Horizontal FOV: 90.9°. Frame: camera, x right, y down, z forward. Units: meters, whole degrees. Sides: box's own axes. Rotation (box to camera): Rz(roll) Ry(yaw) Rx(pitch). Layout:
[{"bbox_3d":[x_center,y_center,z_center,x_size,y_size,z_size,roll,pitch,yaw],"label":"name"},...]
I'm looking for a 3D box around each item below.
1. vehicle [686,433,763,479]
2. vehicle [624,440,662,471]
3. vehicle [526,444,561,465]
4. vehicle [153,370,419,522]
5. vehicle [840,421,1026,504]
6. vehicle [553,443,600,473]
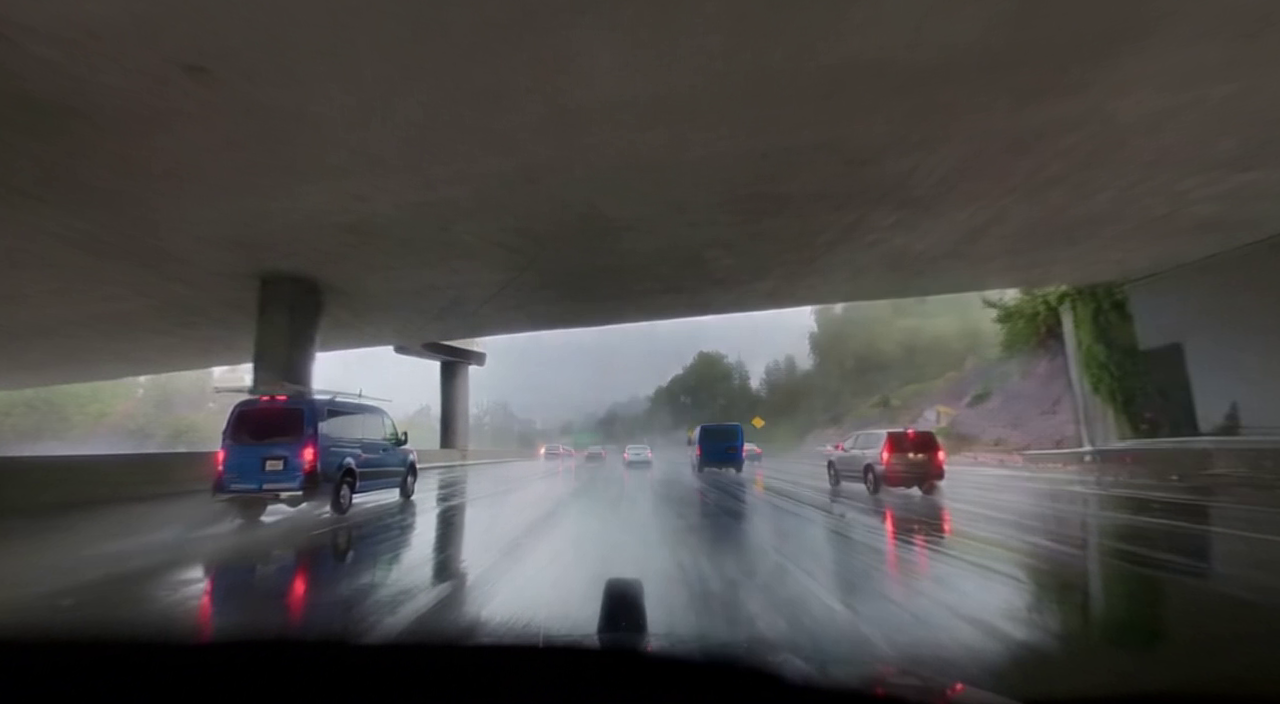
[{"bbox_3d":[3.731,4.757,29.221,2.777,1.895,5.710,0,-9,0],"label":"vehicle"},{"bbox_3d":[0.163,5.940,36.404,2.115,1.617,4.102,0,-8,0],"label":"vehicle"},{"bbox_3d":[-7.381,7.878,48.588,1.961,1.562,4.301,0,-8,1],"label":"vehicle"},{"bbox_3d":[-7.503,2.160,14.624,2.336,2.708,6.421,0,-9,0],"label":"vehicle"},{"bbox_3d":[7.475,2.894,17.020,2.304,1.840,5.706,0,-8,0],"label":"vehicle"},{"bbox_3d":[-3.262,5.549,33.283,1.970,1.483,4.071,0,-8,2],"label":"vehicle"}]
